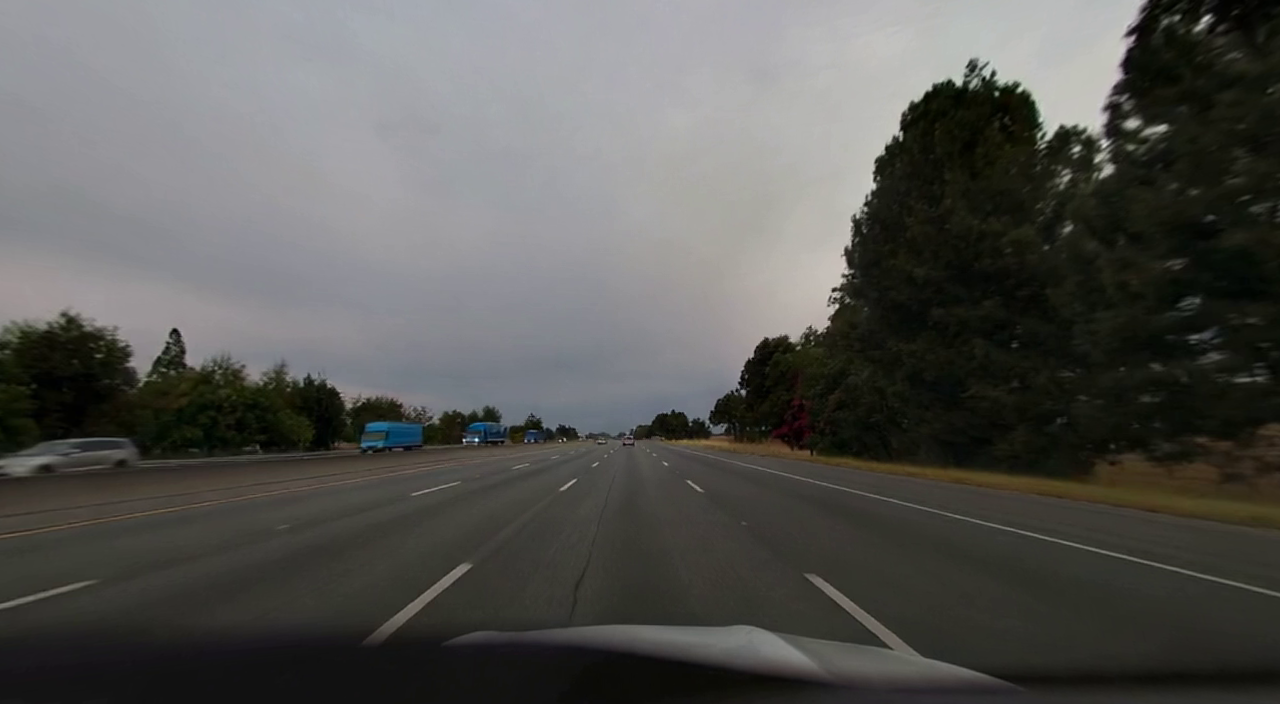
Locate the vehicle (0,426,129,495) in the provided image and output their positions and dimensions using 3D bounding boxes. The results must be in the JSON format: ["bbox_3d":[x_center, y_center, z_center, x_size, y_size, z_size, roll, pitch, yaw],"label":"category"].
[{"bbox_3d":[-19.722,3.379,19.933,2.226,1.973,5.740,0,-8,0],"label":"vehicle"}]
